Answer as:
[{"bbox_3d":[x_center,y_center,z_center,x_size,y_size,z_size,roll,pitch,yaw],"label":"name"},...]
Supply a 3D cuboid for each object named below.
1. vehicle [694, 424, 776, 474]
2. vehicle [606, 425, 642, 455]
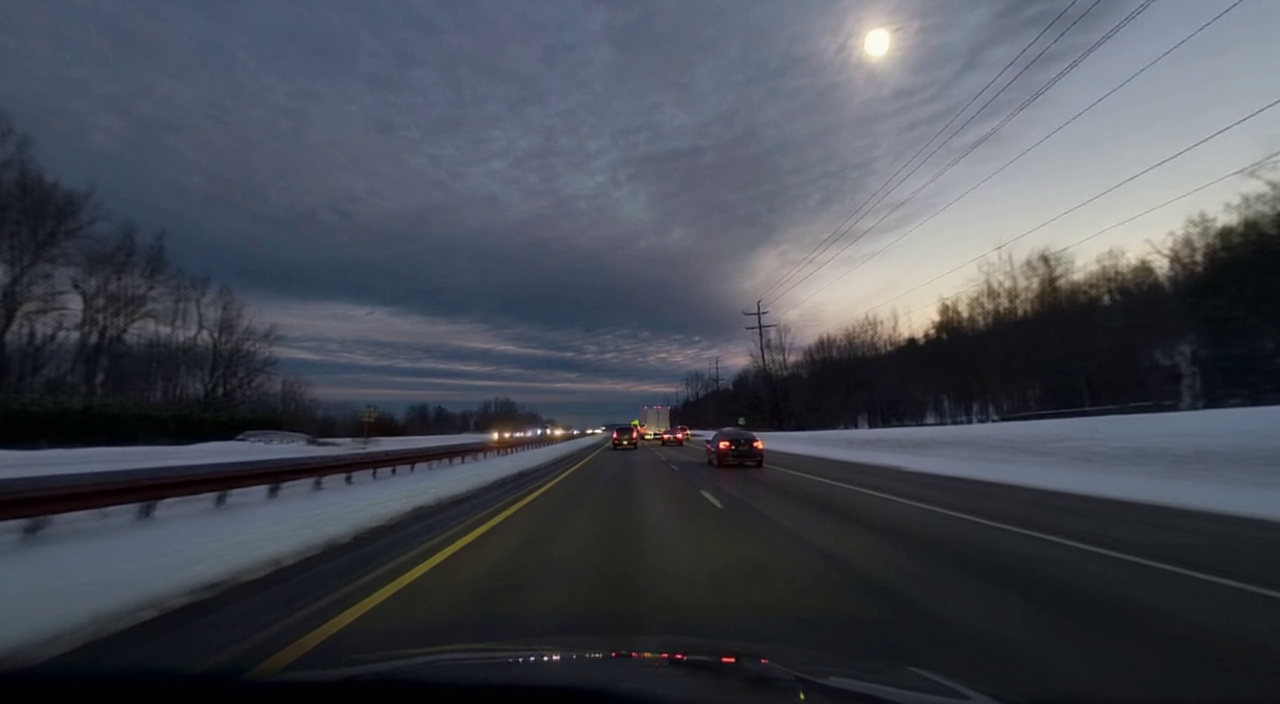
[{"bbox_3d":[3.156,3.318,21.754,2.062,1.581,3.914,0,-8,-2],"label":"vehicle"},{"bbox_3d":[-0.921,5.146,36.858,2.019,1.642,3.790,0,-8,-1],"label":"vehicle"}]
